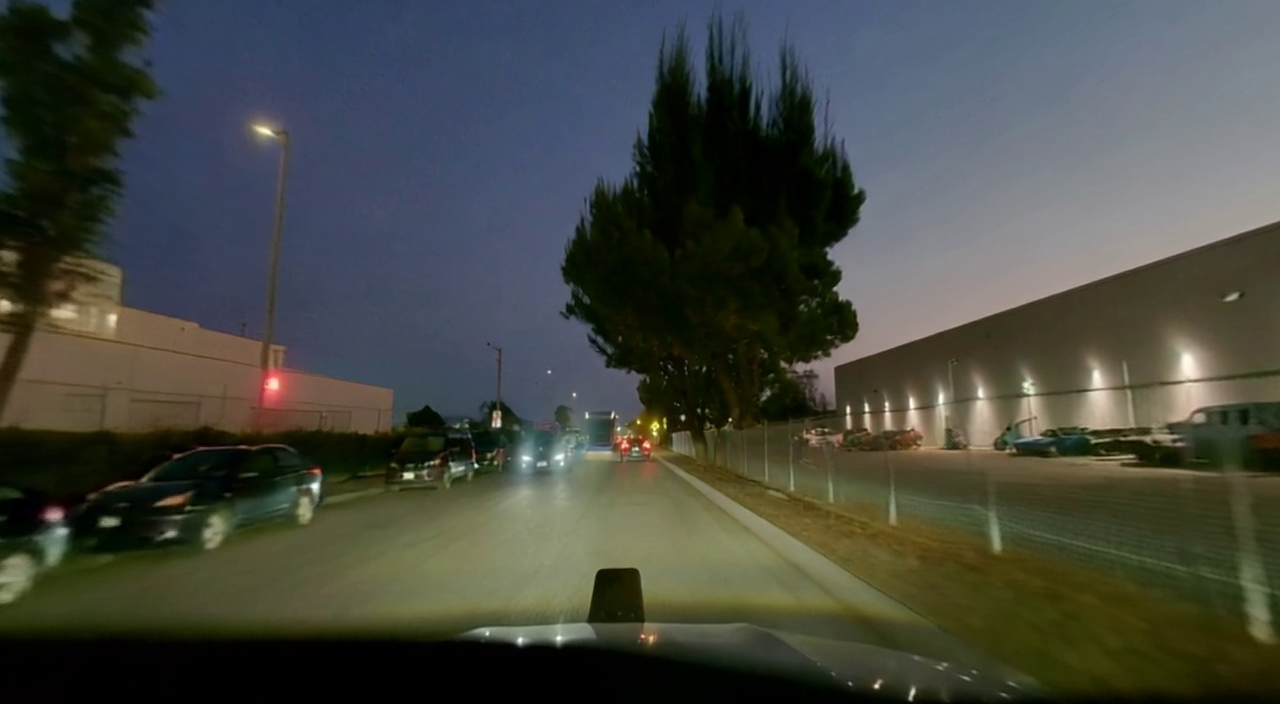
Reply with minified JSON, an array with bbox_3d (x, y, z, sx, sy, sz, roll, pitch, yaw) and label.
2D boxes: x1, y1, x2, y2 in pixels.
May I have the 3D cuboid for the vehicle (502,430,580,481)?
[{"bbox_3d":[-3.555,3.771,23.515,2.157,1.703,4.310,0,-7,0],"label":"vehicle"}]

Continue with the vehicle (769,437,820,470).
[{"bbox_3d":[8.286,5.448,34.080,1.874,1.669,4.083,0,-8,2],"label":"vehicle"}]

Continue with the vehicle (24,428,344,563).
[{"bbox_3d":[-6.372,1.964,9.547,1.799,1.579,4.048,0,-7,0],"label":"vehicle"}]

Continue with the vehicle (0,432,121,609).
[{"bbox_3d":[-6.300,1.329,4.552,1.768,1.489,3.945,0,-7,-1],"label":"vehicle"}]

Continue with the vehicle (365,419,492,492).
[{"bbox_3d":[-6.420,3.254,19.959,2.139,1.943,5.295,-1,-9,1],"label":"vehicle"}]

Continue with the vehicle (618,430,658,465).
[{"bbox_3d":[-0.115,5.360,35.643,2.152,1.874,4.042,0,-7,0],"label":"vehicle"}]
